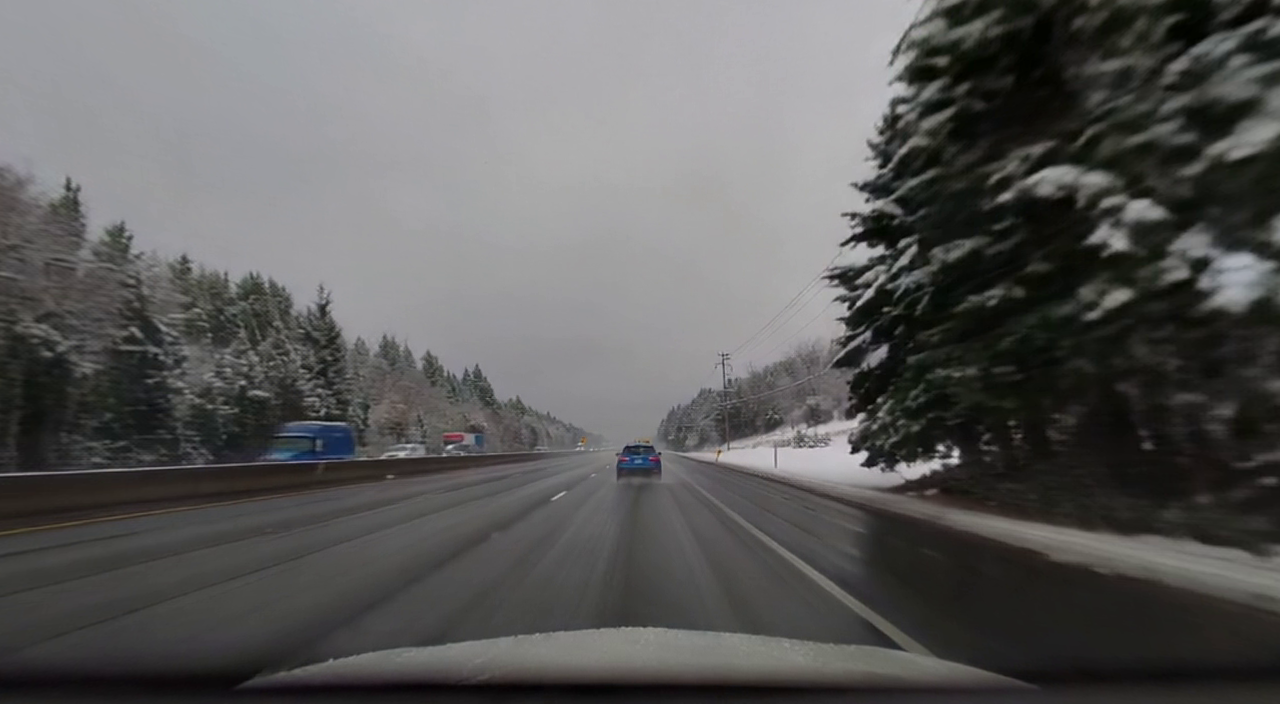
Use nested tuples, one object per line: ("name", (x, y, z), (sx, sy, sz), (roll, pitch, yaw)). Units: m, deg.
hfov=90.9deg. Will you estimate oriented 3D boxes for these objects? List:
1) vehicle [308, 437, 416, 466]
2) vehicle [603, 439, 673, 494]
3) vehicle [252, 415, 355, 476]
("vehicle", (-20.406, 7.424, 47.301), (2.783, 1.863, 11.406), (0, -8, 1))
("vehicle", (-0.076, 3.511, 19.712), (1.966, 1.499, 4.298), (0, -9, -1))
("vehicle", (-20.527, 5.797, 38.953), (2.891, 3.408, 5.972), (0, -9, 1))
